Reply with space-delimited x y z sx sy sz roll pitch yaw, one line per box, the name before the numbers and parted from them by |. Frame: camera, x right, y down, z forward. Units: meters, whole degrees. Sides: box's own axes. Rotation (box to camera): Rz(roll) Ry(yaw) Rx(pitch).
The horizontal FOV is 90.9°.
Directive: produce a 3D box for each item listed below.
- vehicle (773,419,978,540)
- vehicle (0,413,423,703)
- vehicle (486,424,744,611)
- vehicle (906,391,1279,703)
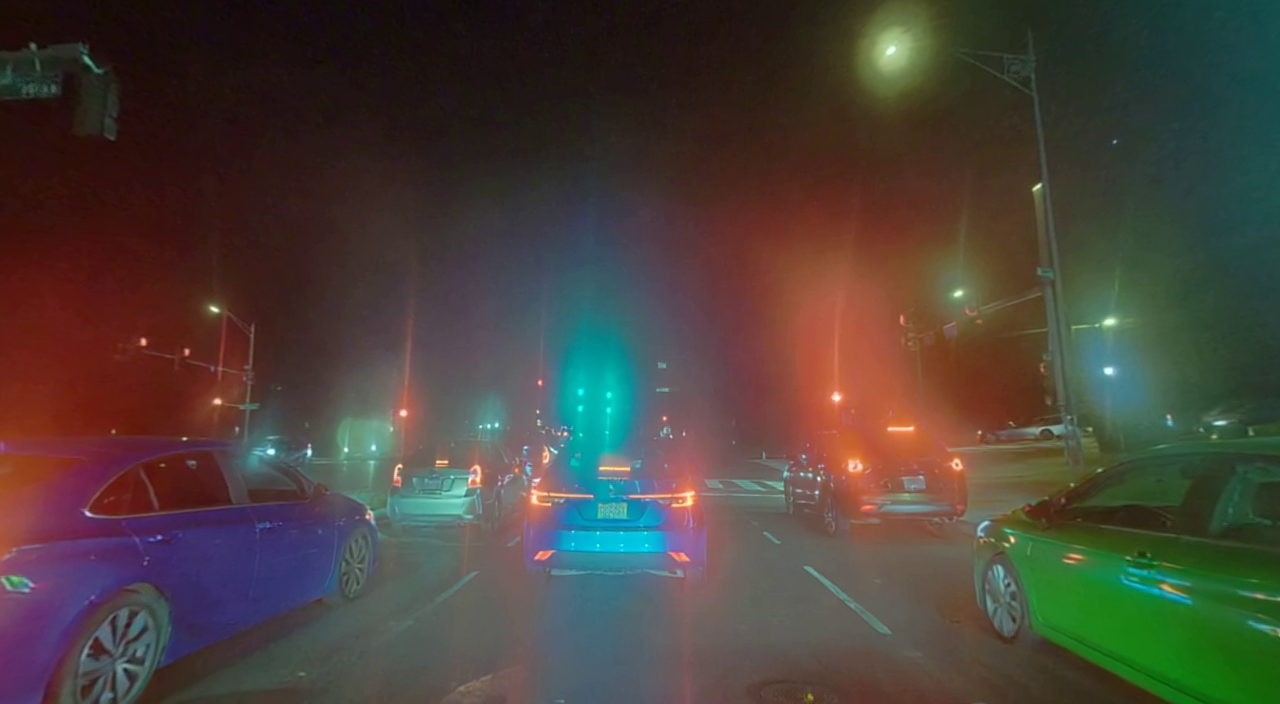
vehicle | 3.760 2.104 11.034 2.007 1.683 4.171 0 -8 1
vehicle | -3.410 1.299 4.718 1.980 1.454 4.226 0 -8 1
vehicle | -0.190 1.623 7.107 2.059 1.477 3.988 0 -8 0
vehicle | 3.402 1.069 3.493 1.981 1.499 4.536 0 -8 2
